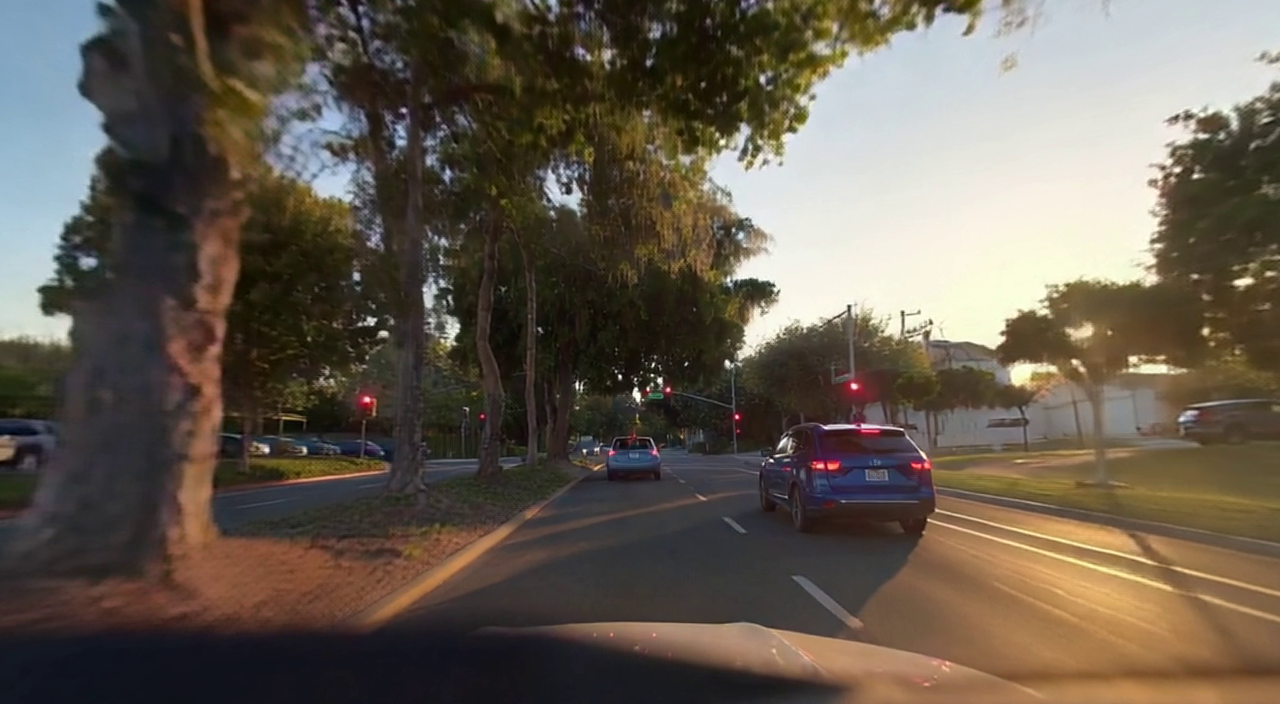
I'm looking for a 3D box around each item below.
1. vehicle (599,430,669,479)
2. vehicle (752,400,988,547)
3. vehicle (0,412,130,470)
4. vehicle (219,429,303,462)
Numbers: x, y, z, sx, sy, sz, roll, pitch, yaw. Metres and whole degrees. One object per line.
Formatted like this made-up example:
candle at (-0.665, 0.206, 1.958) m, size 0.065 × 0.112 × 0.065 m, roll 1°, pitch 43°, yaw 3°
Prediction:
vehicle at (-0.209, 3.560, 22.129) m, size 2.177 × 1.512 × 4.682 m, roll 0°, pitch -8°, yaw 0°
vehicle at (3.180, 1.783, 9.897) m, size 2.046 × 1.768 × 4.370 m, roll 0°, pitch -8°, yaw 0°
vehicle at (-23.425, 3.447, 23.966) m, size 5.954 × 1.965 × 2.483 m, roll -2°, pitch -9°, yaw -1°
vehicle at (-28.574, 7.023, 47.696) m, size 5.285 × 2.200 × 2.387 m, roll 3°, pitch -9°, yaw -33°
